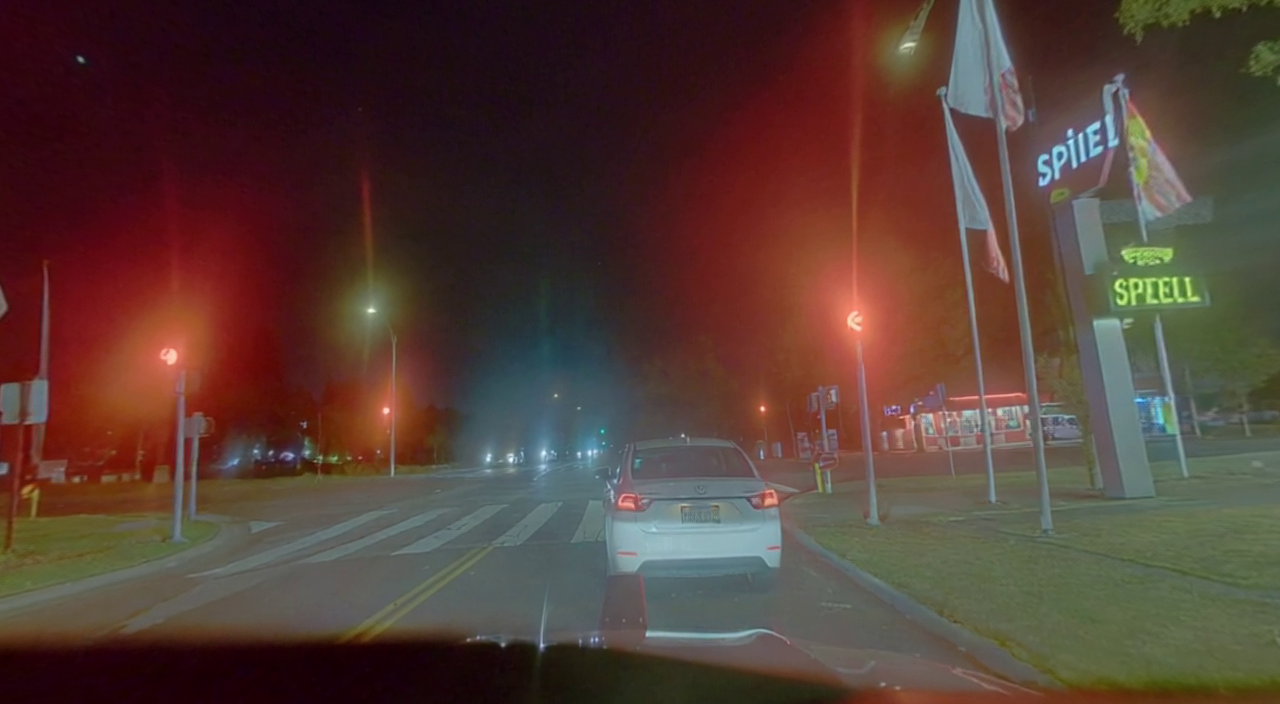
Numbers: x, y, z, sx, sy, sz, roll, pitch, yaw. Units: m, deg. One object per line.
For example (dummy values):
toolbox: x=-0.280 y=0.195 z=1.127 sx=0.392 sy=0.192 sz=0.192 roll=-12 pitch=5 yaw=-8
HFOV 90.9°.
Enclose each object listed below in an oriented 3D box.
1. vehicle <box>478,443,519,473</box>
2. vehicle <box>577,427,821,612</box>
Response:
vehicle: x=-9.986 y=7.486 z=44.736 sx=2.212 sy=1.948 sz=4.537 roll=0 pitch=-9 yaw=-5
vehicle: x=0.395 y=1.647 z=7.012 sx=1.985 sy=1.463 sz=3.647 roll=0 pitch=-9 yaw=-3
